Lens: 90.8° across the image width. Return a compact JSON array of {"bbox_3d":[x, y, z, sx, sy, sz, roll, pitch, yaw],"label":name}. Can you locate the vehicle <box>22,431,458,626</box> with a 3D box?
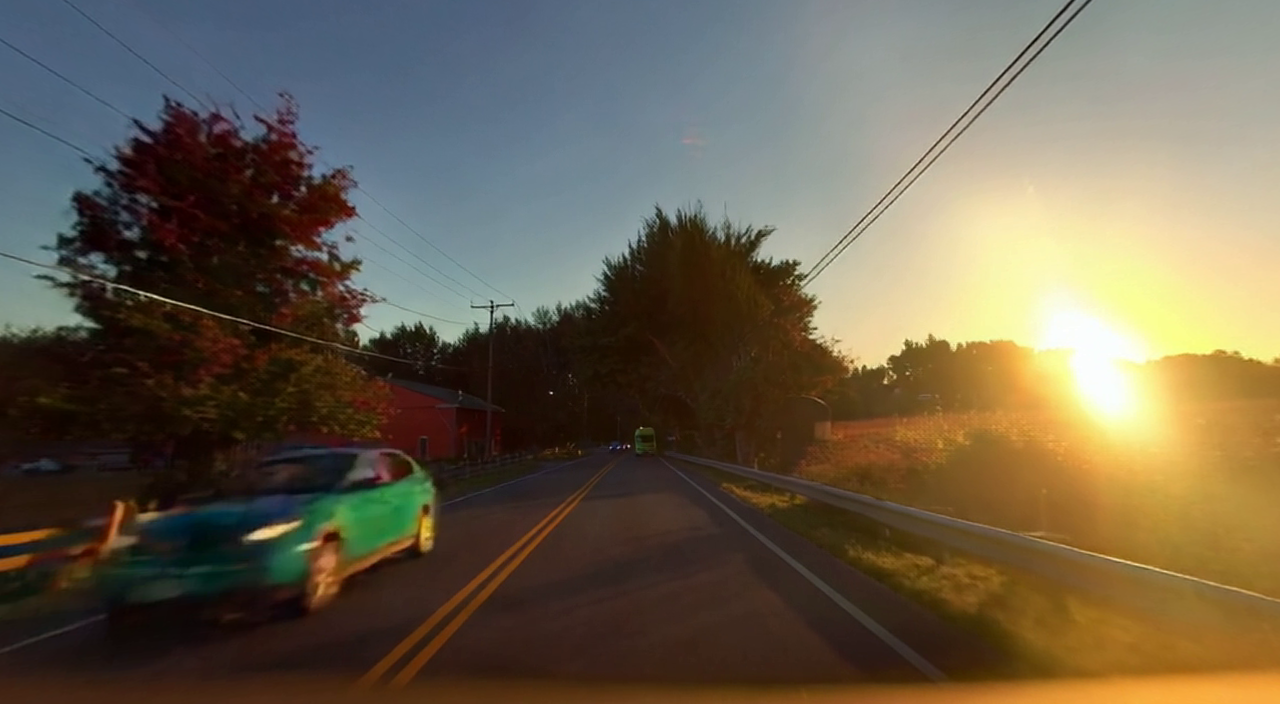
[{"bbox_3d":[-3.780,1.716,7.237,2.021,1.491,4.519,0,-8,0],"label":"vehicle"}]
